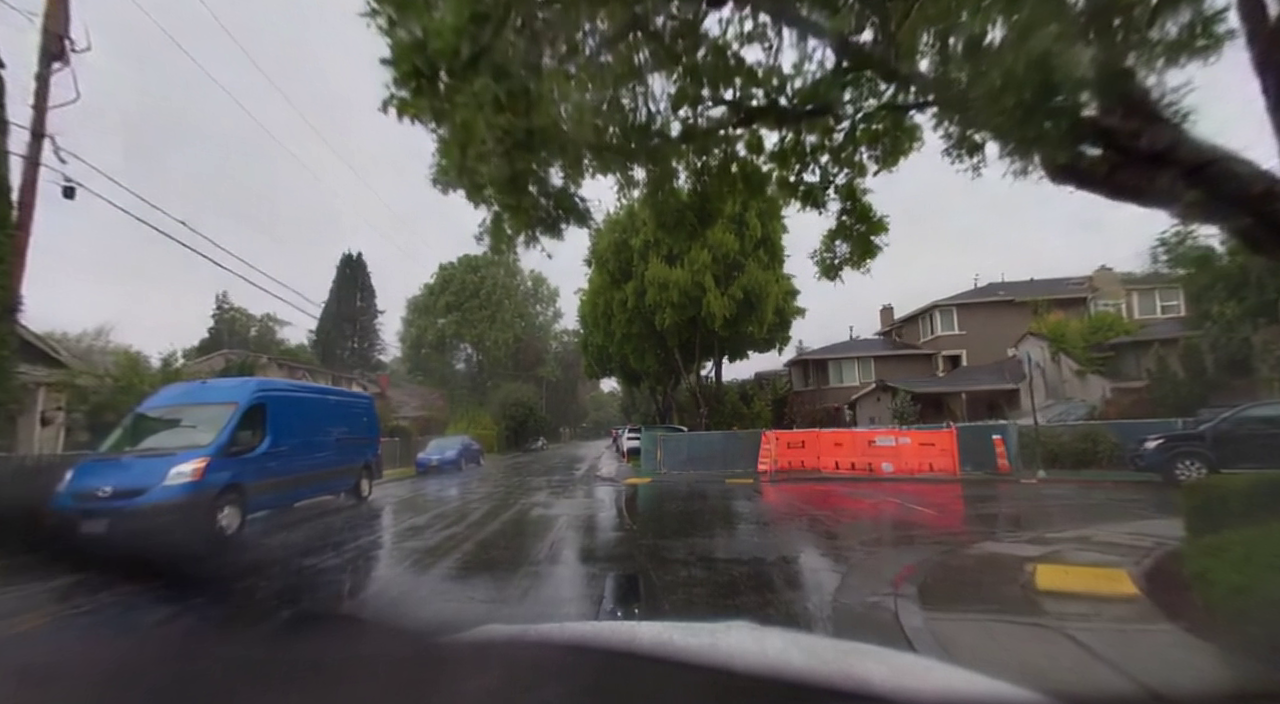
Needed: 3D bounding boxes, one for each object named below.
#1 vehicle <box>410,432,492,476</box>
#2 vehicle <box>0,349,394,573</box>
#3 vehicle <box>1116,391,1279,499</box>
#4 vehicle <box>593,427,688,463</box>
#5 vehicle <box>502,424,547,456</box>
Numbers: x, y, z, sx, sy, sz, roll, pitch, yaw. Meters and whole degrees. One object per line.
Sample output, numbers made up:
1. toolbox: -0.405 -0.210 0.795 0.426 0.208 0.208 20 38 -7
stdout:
1. vehicle: -7.065 3.816 23.940 1.899 1.524 4.082 0 -8 -1
2. vehicle: -6.623 1.625 10.894 2.284 2.500 7.006 -2 -6 -3
3. vehicle: 12.186 1.752 11.996 4.624 1.924 2.005 -5 -9 29
4. vehicle: 0.084 4.102 27.961 4.070 1.436 1.827 7 -10 -42
5. vehicle: -7.430 5.696 41.024 2.042 1.937 4.960 0 -8 -1
